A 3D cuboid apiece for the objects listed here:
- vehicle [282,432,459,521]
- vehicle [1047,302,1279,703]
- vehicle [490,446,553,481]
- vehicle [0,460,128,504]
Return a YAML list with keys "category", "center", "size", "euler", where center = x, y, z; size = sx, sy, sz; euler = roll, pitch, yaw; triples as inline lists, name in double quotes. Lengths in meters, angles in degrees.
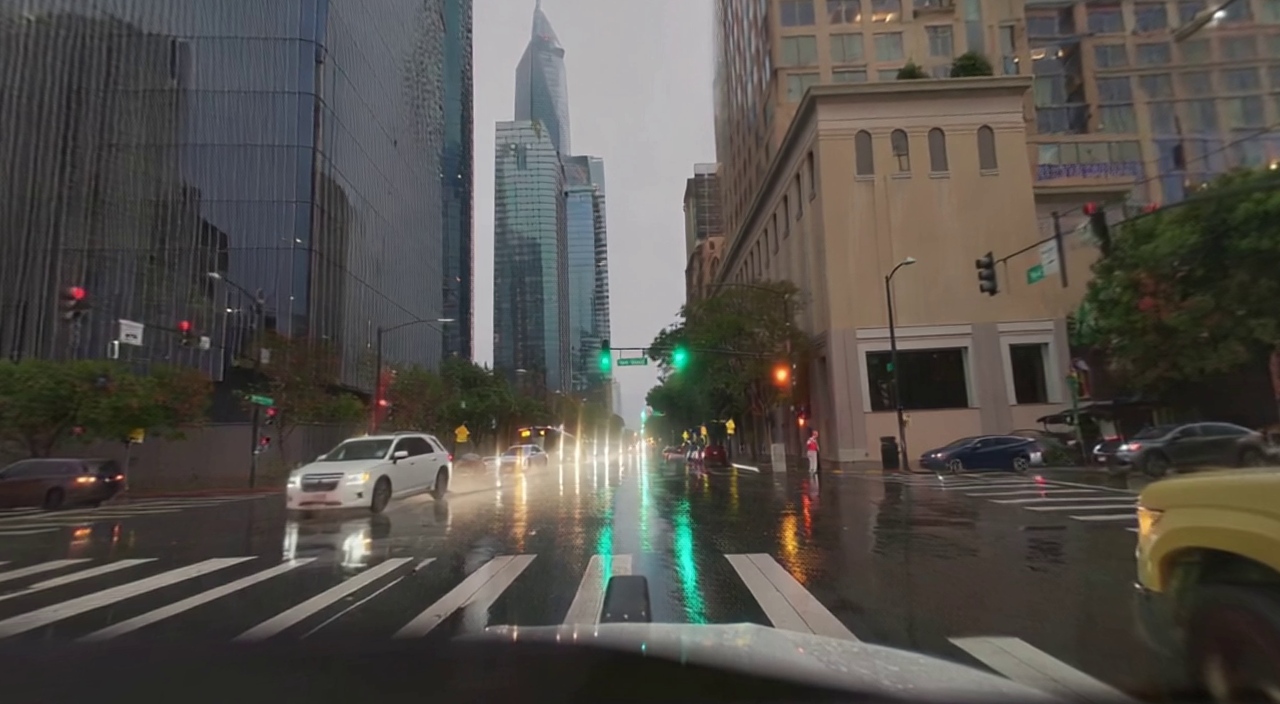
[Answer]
- category: "vehicle"
  center: [-5.904, 2.752, 14.548]
  size: [1.990, 1.710, 4.507]
  euler: [0, -8, 1]
- category: "vehicle"
  center: [3.250, 0.537, 0.672]
  size: [2.118, 1.848, 5.426]
  euler: [0, -8, 2]
- category: "vehicle"
  center: [-5.446, 5.179, 29.636]
  size: [1.956, 1.457, 4.958]
  euler: [0, -8, 1]
- category: "vehicle"
  center: [-27.153, 5.966, 29.137]
  size: [5.101, 1.851, 2.118]
  euler: [0, -8, 2]
